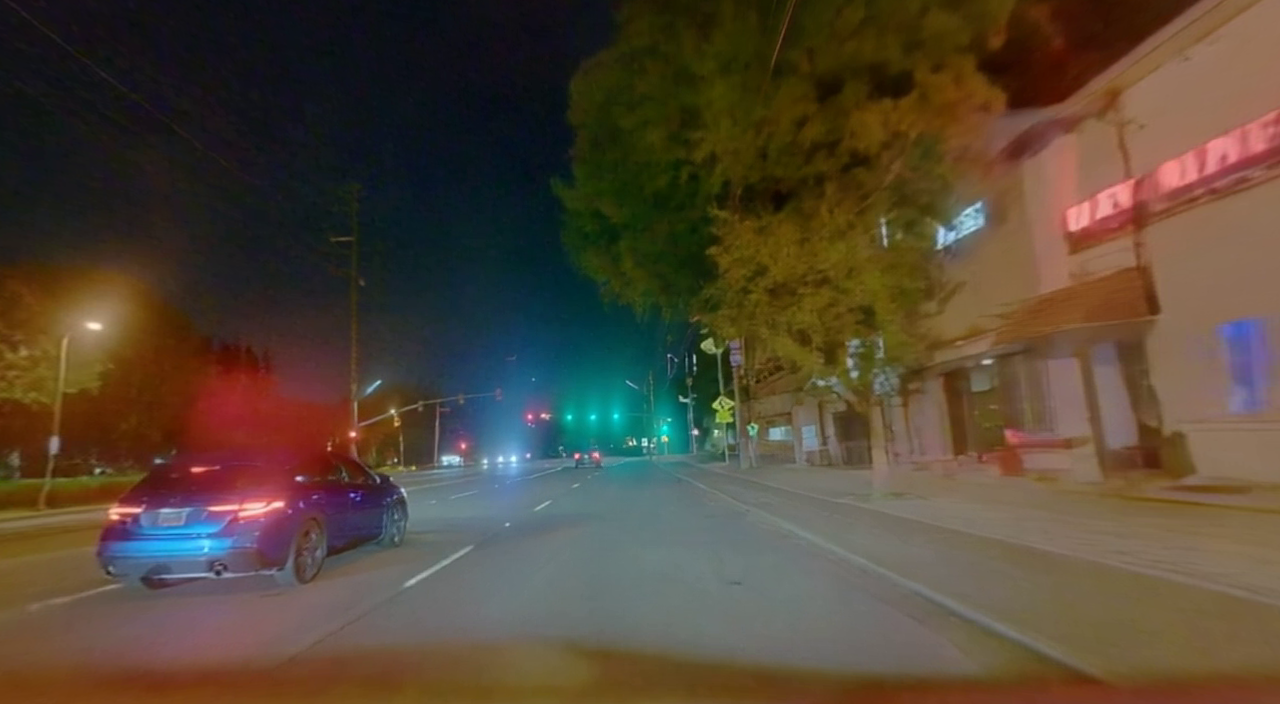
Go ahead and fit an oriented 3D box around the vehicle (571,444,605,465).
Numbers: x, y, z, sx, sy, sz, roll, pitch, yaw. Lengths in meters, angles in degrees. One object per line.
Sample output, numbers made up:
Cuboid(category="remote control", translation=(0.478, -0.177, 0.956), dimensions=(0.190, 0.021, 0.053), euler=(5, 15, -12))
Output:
Cuboid(category="vehicle", translation=(-3.700, 7.392, 45.733), dimensions=(2.054, 1.449, 4.772), euler=(0, -8, 1))
